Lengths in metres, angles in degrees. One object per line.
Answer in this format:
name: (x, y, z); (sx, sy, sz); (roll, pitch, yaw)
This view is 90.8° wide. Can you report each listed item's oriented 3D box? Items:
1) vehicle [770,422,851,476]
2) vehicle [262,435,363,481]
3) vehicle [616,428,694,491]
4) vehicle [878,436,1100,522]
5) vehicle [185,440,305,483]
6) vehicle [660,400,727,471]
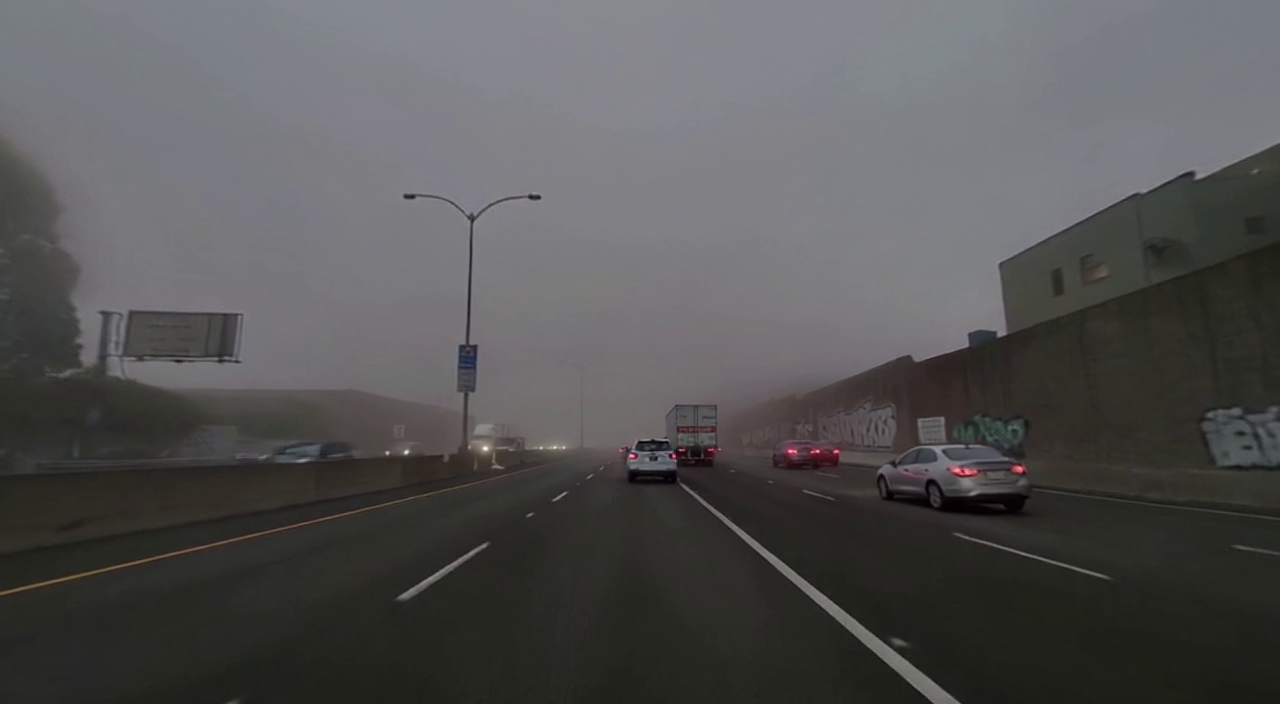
vehicle: (8.251, 4.813, 31.433); (2.322, 2.360, 6.433); (0, -9, 1)
vehicle: (-10.650, 3.458, 20.794); (1.526, 1.383, 3.355); (0, -9, 0)
vehicle: (0.342, 3.614, 21.567); (2.249, 1.843, 5.176); (0, -9, -3)
vehicle: (6.954, 2.565, 13.347); (1.915, 1.476, 4.677); (0, -9, -1)
vehicle: (-14.210, 3.946, 22.995); (2.065, 1.401, 3.497); (0, -9, 0)
vehicle: (3.034, 5.268, 39.172); (2.976, 3.806, 10.591); (0, -9, -1)
